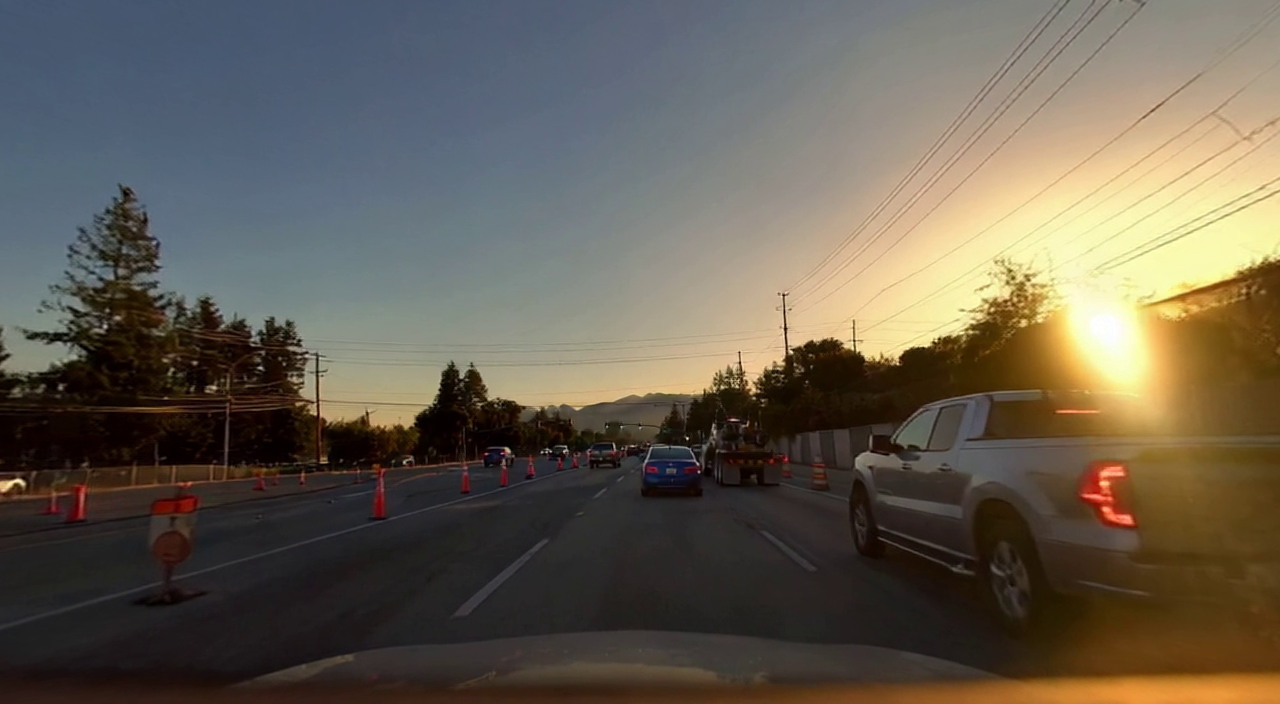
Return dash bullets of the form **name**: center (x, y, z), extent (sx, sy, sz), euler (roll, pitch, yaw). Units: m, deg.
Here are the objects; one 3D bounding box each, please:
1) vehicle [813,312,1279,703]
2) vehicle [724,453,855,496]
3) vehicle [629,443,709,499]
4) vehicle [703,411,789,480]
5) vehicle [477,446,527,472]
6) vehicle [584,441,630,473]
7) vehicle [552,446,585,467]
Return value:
- **vehicle**: center (3.824, 1.263, 5.992), extent (2.555, 2.017, 6.201), euler (0, -9, 0)
- **vehicle**: center (4.987, 4.276, 22.695), extent (2.554, 1.217, 7.611), euler (1, -9, -3)
- **vehicle**: center (0.781, 3.479, 18.914), extent (2.128, 1.473, 4.272), euler (0, -8, 0)
- **vehicle**: center (4.778, 4.399, 29.746), extent (2.953, 2.907, 6.339), euler (0, -8, 0)
- **vehicle**: center (-8.213, 6.411, 38.076), extent (2.018, 1.490, 4.926), euler (0, -8, -2)
- **vehicle**: center (-1.856, 6.134, 37.085), extent (1.989, 1.729, 4.184), euler (-1, -9, 7)
- **vehicle**: center (-5.384, 7.882, 47.815), extent (1.999, 1.538, 4.325), euler (0, -8, -1)
